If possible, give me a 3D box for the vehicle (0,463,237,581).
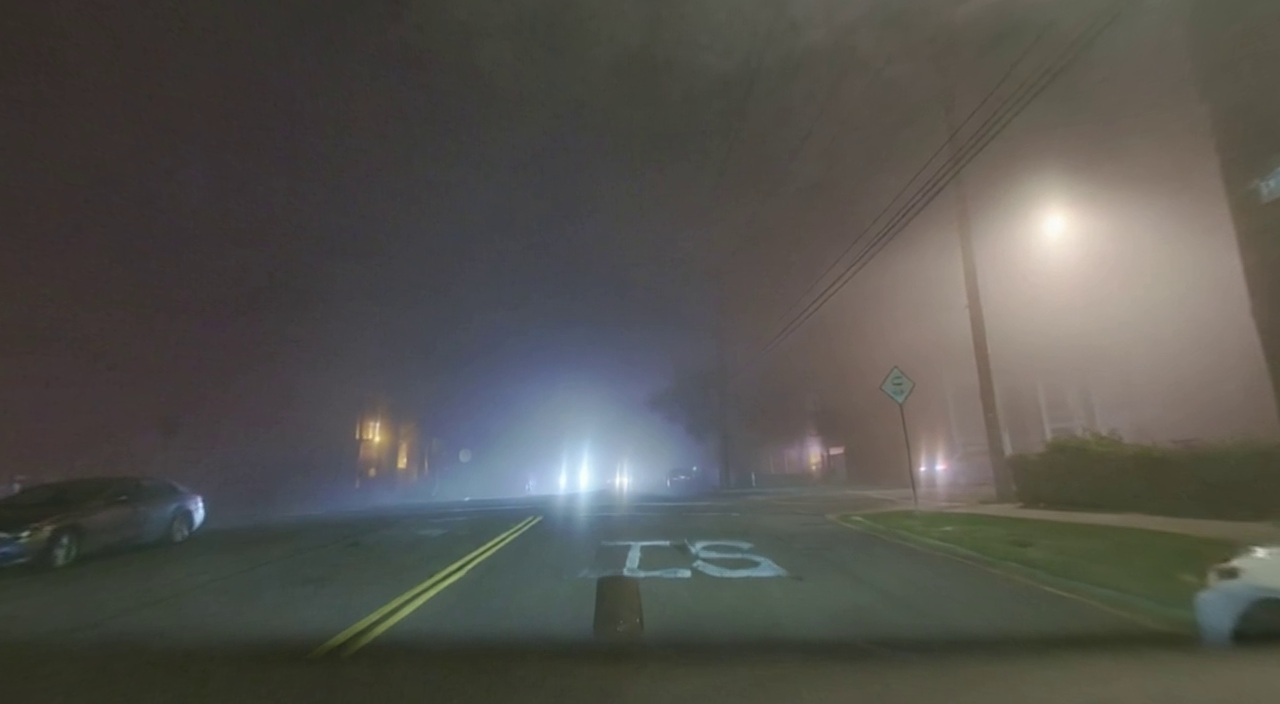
[{"bbox_3d":[-9.446,2.745,10.980,2.000,1.495,4.687,0,-9,-3],"label":"vehicle"}]

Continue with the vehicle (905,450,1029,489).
[{"bbox_3d":[14.904,5.360,28.978,4.609,1.660,1.900,0,-9,-3],"label":"vehicle"}]

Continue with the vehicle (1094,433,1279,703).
[{"bbox_3d":[3.824,0.903,1.537,1.946,1.468,4.721,0,-9,0],"label":"vehicle"}]

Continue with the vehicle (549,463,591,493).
[{"bbox_3d":[-4.239,7.717,38.933,2.108,1.651,4.176,0,-9,0],"label":"vehicle"}]
